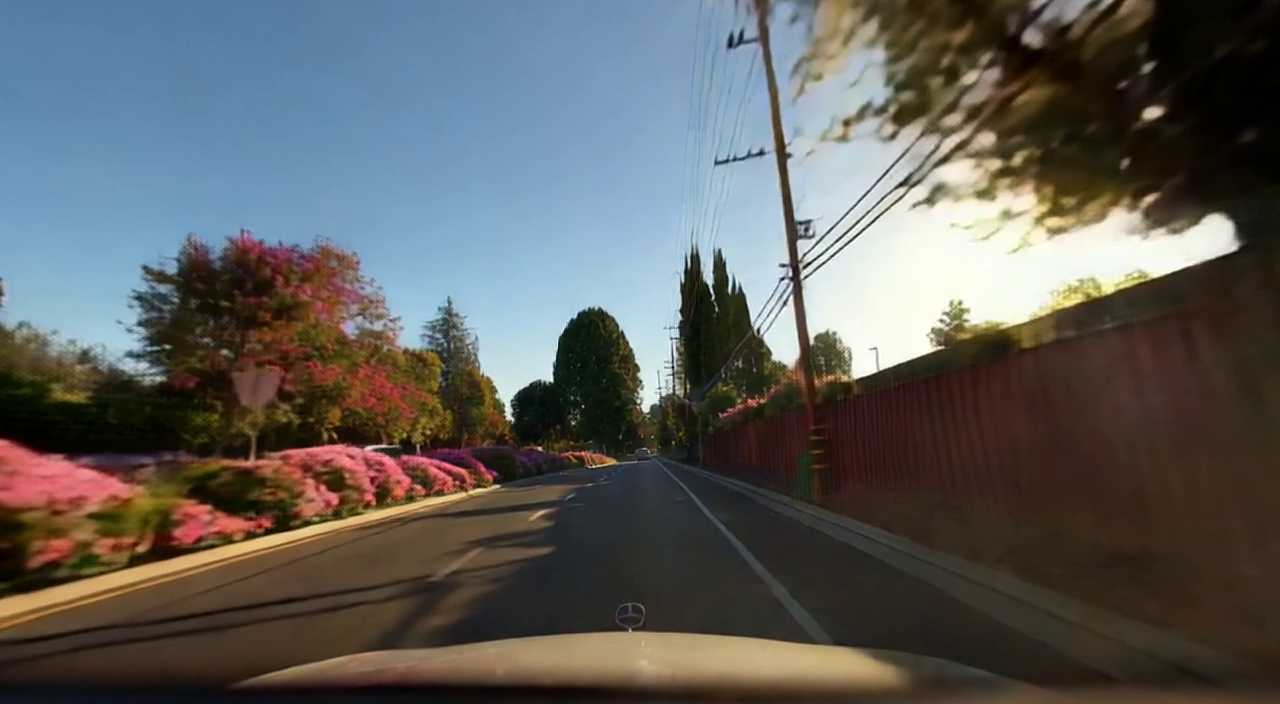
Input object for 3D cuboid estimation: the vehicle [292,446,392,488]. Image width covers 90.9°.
[{"bbox_3d":[-15.299,5.918,32.847,2.269,1.943,5.876,-1,-8,1],"label":"vehicle"}]
